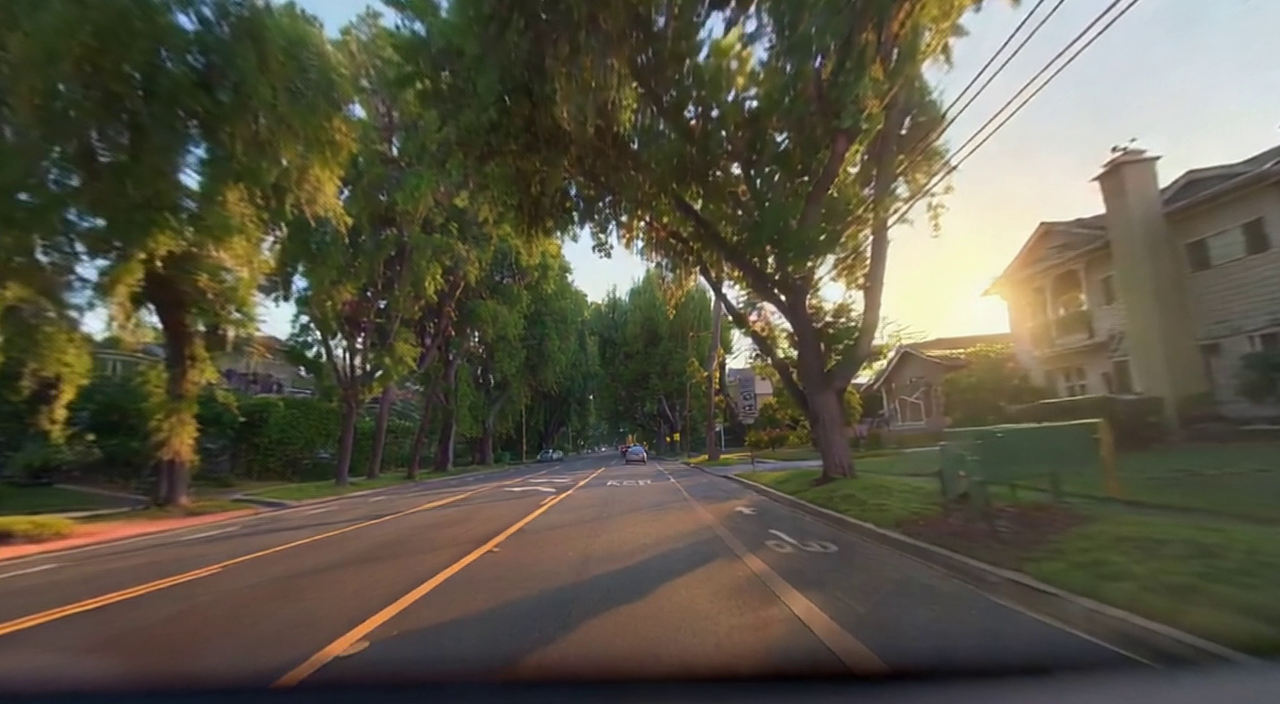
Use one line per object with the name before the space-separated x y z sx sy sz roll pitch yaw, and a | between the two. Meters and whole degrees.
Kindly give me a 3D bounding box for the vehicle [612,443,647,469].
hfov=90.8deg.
vehicle | -0.669 6.599 40.195 2.104 1.500 3.815 0 -9 -1
